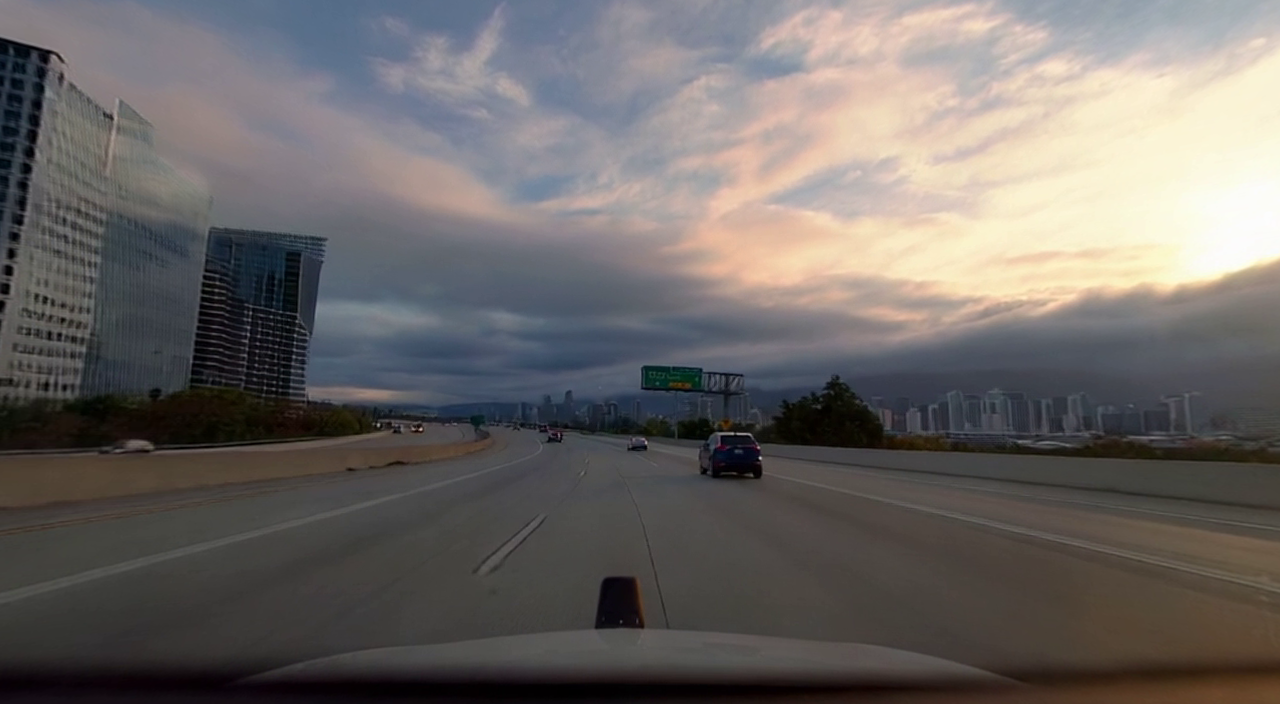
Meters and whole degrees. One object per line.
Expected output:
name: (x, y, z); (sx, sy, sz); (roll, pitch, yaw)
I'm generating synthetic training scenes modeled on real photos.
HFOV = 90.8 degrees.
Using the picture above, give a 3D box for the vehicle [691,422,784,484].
vehicle: (3.035, 3.293, 20.796); (2.110, 1.780, 4.682); (0, -8, -3)

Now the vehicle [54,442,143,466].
vehicle: (-34.853, 6.542, 40.854); (1.841, 1.441, 4.695); (0, -8, -4)
